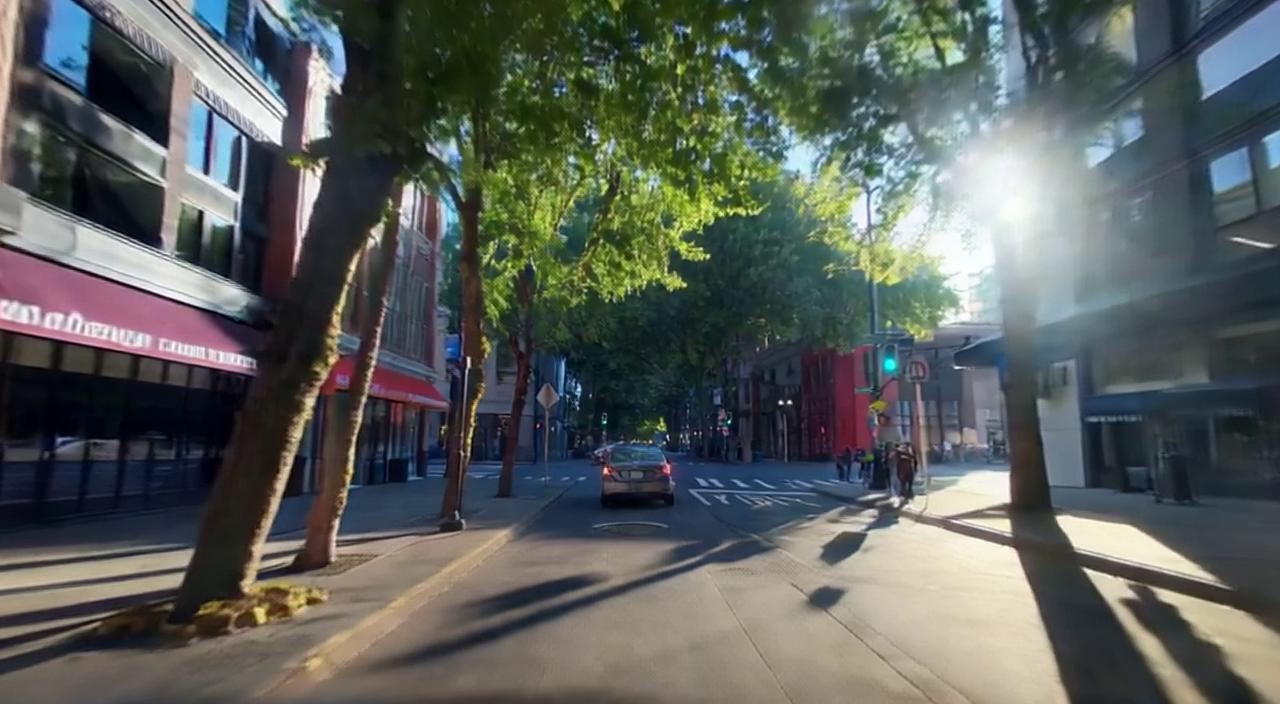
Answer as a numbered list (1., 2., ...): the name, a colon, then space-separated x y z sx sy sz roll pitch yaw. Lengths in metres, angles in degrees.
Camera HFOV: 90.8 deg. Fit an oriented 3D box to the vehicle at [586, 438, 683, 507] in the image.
1. vehicle: -0.130 2.965 16.049 2.106 1.482 4.459 0 -8 0
